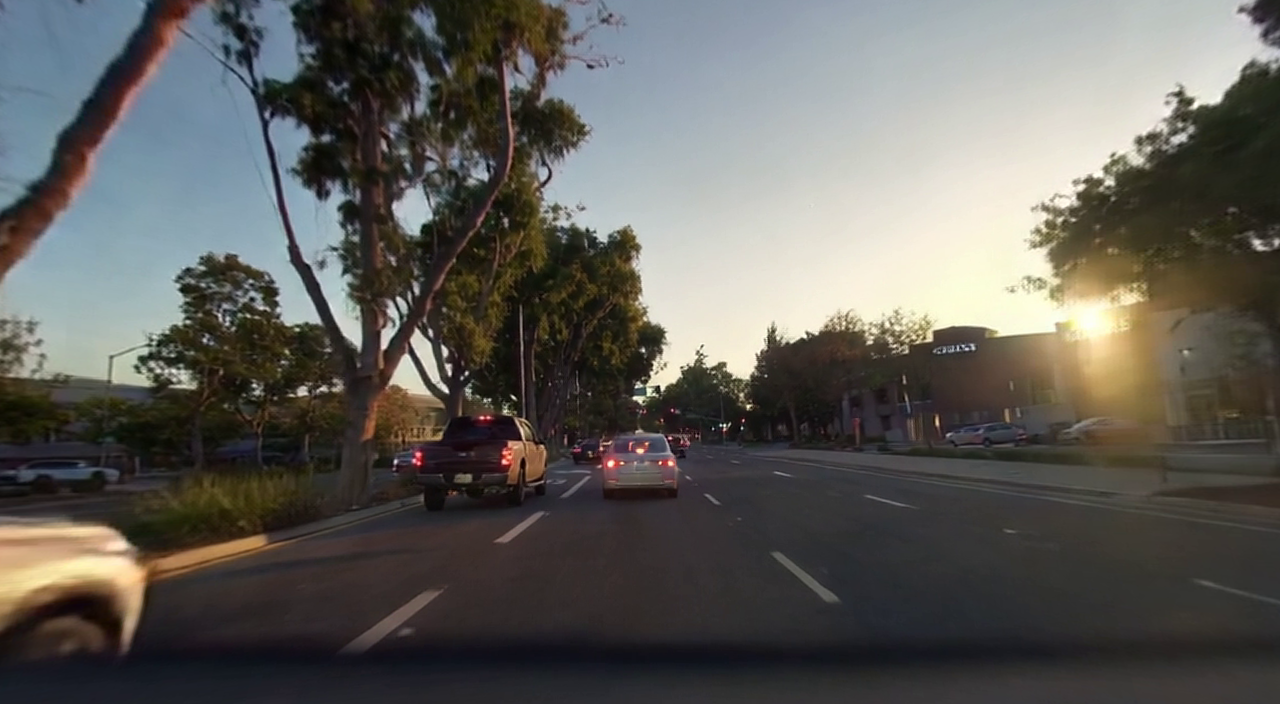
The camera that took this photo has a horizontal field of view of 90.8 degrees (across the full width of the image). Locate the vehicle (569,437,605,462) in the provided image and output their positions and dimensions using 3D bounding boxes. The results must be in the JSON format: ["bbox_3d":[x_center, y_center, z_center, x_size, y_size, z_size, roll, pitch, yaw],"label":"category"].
[{"bbox_3d":[-3.601,6.747,43.799,2.147,1.590,4.209,0,-8,0],"label":"vehicle"}]

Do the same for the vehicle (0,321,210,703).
[{"bbox_3d":[-3.329,0.618,1.223,2.046,1.751,4.208,0,-8,-1],"label":"vehicle"}]

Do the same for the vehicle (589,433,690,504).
[{"bbox_3d":[-0.072,2.758,15.374,2.126,1.475,3.967,0,-8,-2],"label":"vehicle"}]

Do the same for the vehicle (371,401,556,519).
[{"bbox_3d":[-3.366,2.241,13.571,2.301,1.985,5.531,0,-8,1],"label":"vehicle"}]
